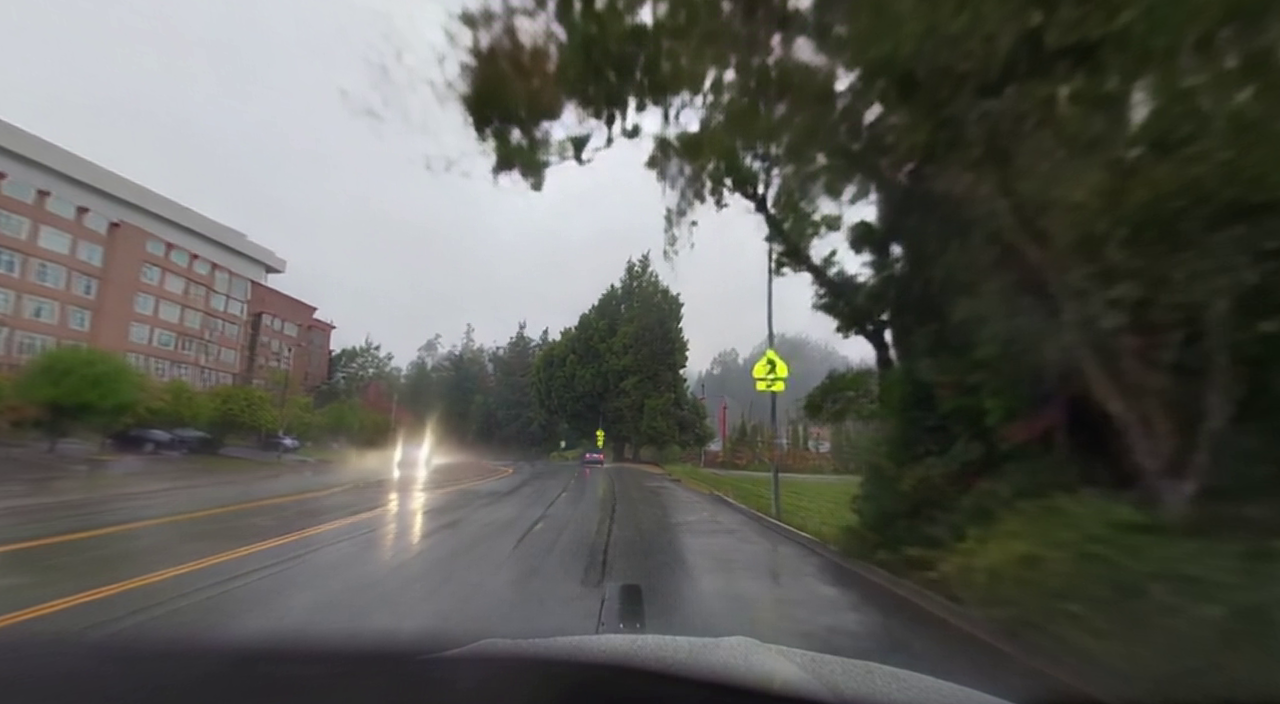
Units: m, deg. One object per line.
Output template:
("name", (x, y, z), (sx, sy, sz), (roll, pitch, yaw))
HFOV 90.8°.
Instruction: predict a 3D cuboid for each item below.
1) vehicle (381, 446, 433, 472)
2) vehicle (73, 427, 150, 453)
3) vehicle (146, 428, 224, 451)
("vehicle", (-14.279, 6.573, 38.951), (1.793, 1.486, 4.048), (0, -9, -2))
("vehicle", (-35.945, 6.003, 42.979), (4.083, 1.464, 1.747), (-2, -16, 15))
("vehicle", (-34.847, 6.738, 48.457), (4.506, 1.654, 2.239), (-2, -10, 11))
